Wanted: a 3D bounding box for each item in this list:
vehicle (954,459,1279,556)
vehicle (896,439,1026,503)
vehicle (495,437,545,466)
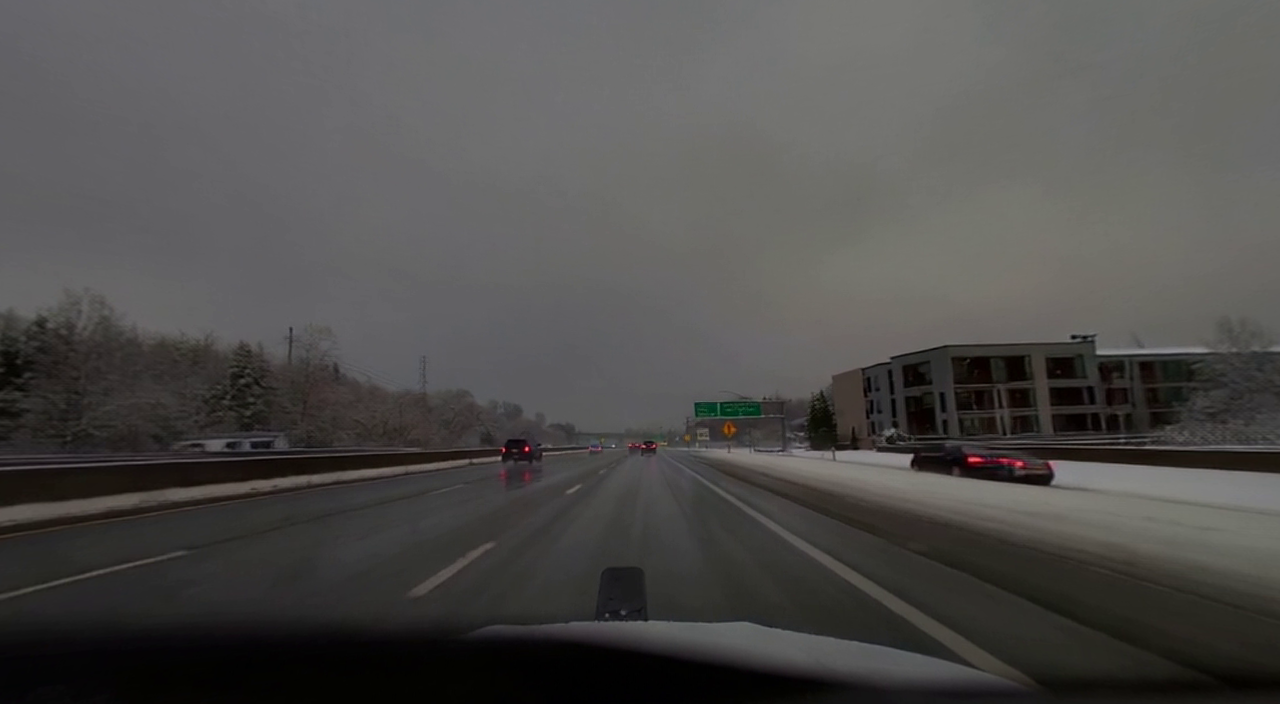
[{"bbox_3d":[19.259,5.933,26.513,3.122,2.437,15.553,1,-8,-5],"label":"vehicle"},{"bbox_3d":[18.236,6.726,36.587,3.007,3.318,7.486,1,-8,-5],"label":"vehicle"},{"bbox_3d":[-7.153,5.982,38.111,2.088,1.678,4.426,0,-8,1],"label":"vehicle"}]
